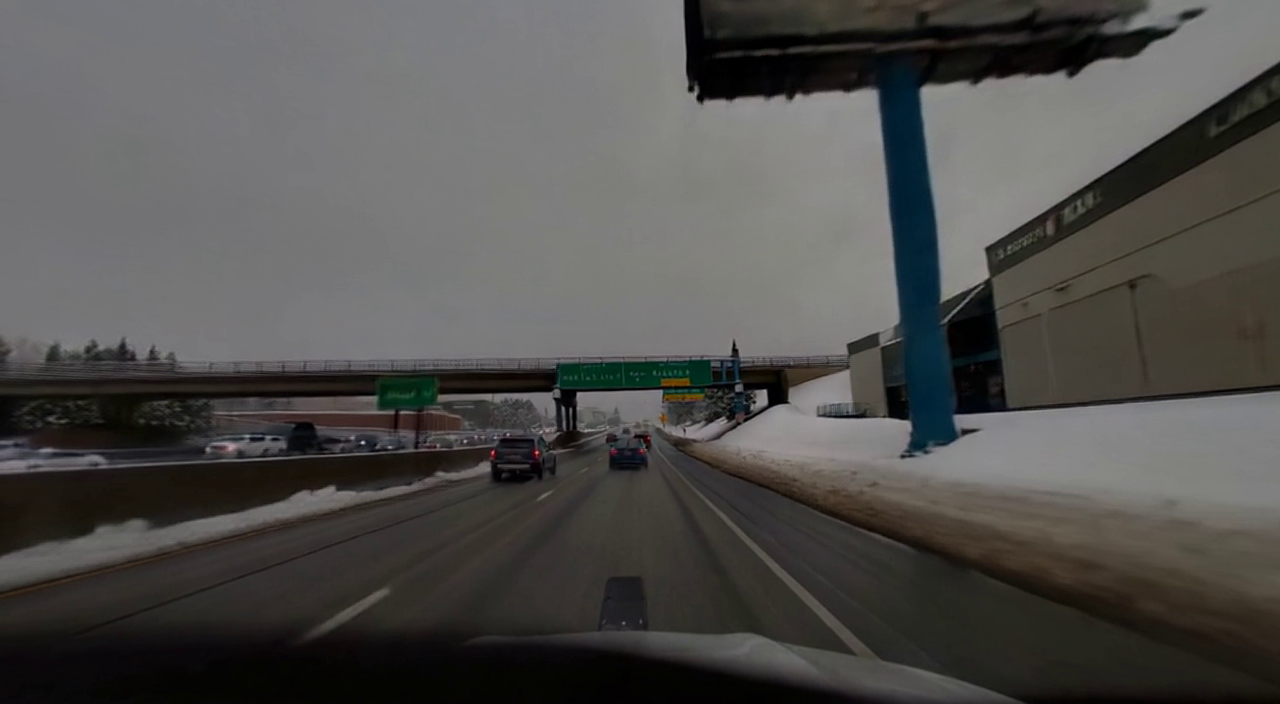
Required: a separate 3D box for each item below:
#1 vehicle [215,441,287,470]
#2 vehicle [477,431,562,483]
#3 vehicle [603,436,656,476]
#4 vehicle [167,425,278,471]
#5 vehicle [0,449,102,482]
[{"bbox_3d":[-28.711,7.641,46.776,2.051,1.965,4.929,0,-8,1],"label":"vehicle"},{"bbox_3d":[-4.001,3.563,21.650,2.064,1.589,4.213,0,-8,0],"label":"vehicle"},{"bbox_3d":[-0.373,4.001,24.509,1.877,1.386,3.872,0,-8,0],"label":"vehicle"},{"bbox_3d":[-32.327,7.491,49.370,2.971,3.275,8.321,0,-8,-1],"label":"vehicle"},{"bbox_3d":[-30.222,5.676,31.865,1.817,1.460,4.548,-1,-8,4],"label":"vehicle"}]
